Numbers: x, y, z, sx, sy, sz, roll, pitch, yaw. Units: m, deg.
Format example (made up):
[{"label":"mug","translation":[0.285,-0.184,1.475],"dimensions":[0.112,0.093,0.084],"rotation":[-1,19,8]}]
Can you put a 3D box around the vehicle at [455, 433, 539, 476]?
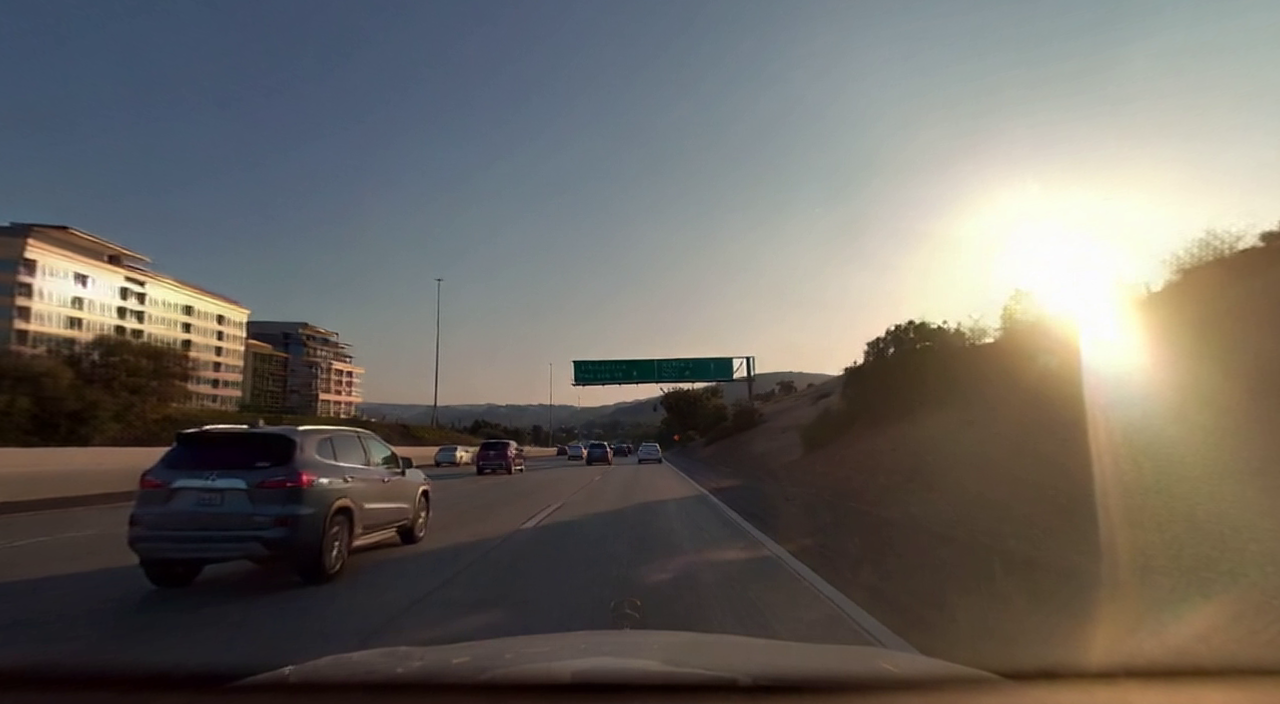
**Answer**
[{"label":"vehicle","translation":[-6.856,4.993,31.052],"dimensions":[2.521,1.901,5.988],"rotation":[0,-8,2]}]

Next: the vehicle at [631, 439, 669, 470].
[{"label":"vehicle","translation":[0.563,6.176,38.280],"dimensions":[2.135,1.697,4.757],"rotation":[0,-8,0]}]

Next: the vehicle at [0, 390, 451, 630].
[{"label":"vehicle","translation":[-3.997,1.495,7.058],"dimensions":[2.136,1.718,4.873],"rotation":[0,-8,1]}]
